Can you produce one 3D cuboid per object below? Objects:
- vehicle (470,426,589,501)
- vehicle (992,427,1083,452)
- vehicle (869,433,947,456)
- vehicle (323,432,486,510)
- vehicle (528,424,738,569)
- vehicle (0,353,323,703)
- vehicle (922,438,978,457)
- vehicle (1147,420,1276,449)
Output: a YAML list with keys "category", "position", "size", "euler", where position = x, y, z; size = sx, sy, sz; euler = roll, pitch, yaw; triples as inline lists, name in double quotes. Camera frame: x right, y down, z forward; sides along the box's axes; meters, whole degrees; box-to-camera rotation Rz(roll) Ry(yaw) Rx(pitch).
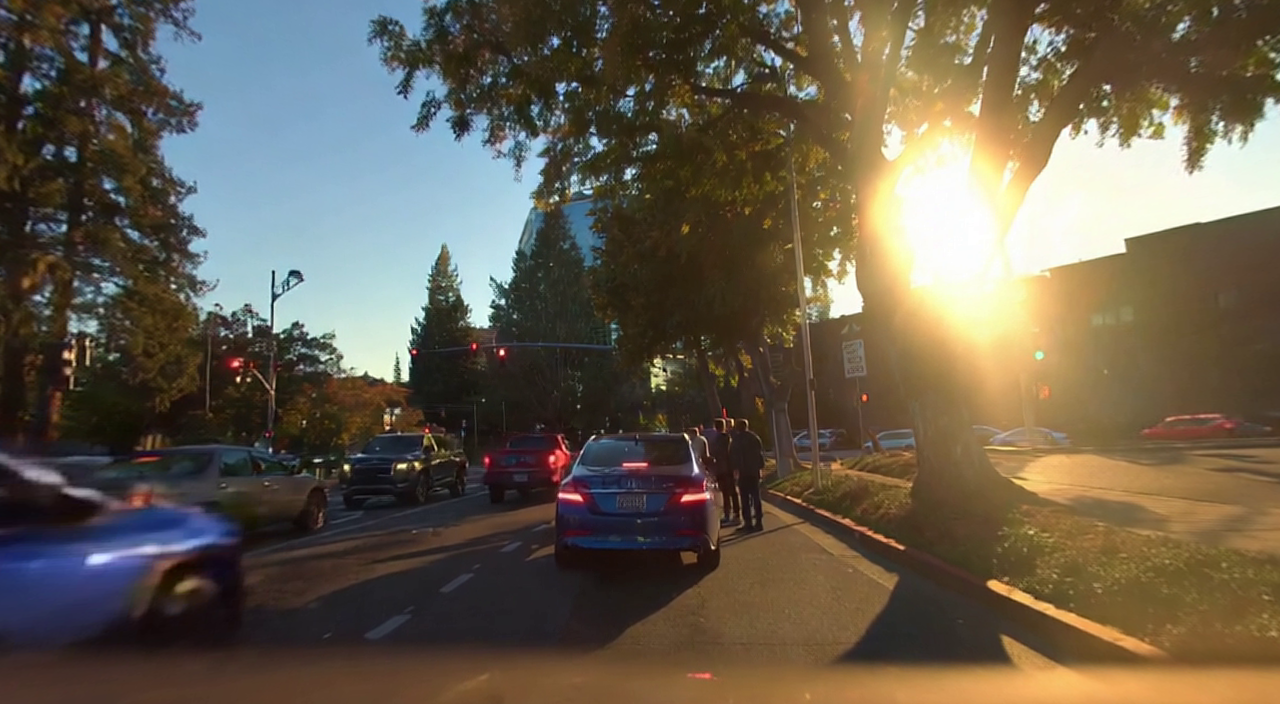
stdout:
- category: "vehicle"
  position: [-2.935, 3.134, 18.009]
  size: [2.223, 1.826, 4.990]
  euler: [-1, -9, 3]
- category: "vehicle"
  position: [23.806, 5.298, 37.753]
  size: [4.454, 1.440, 1.816]
  euler: [-5, -10, 30]
- category: "vehicle"
  position: [17.529, 6.087, 41.159]
  size: [4.441, 1.452, 1.798]
  euler: [-5, -10, 30]
- category: "vehicle"
  position: [-6.168, 3.174, 17.342]
  size: [2.230, 1.811, 5.183]
  euler: [-1, -9, 3]
- category: "vehicle"
  position: [-0.049, 1.821, 8.683]
  size: [2.182, 1.501, 4.150]
  euler: [0, -9, 1]
- category: "vehicle"
  position: [-3.499, 0.840, 2.416]
  size: [2.040, 1.660, 4.609]
  euler: [0, -9, 2]
- category: "vehicle"
  position: [24.591, 7.577, 49.820]
  size: [3.662, 1.442, 1.787]
  euler: [-6, -10, 33]
- category: "vehicle"
  position: [30.549, 4.466, 33.796]
  size: [4.739, 1.472, 1.804]
  euler: [-5, -10, 29]
